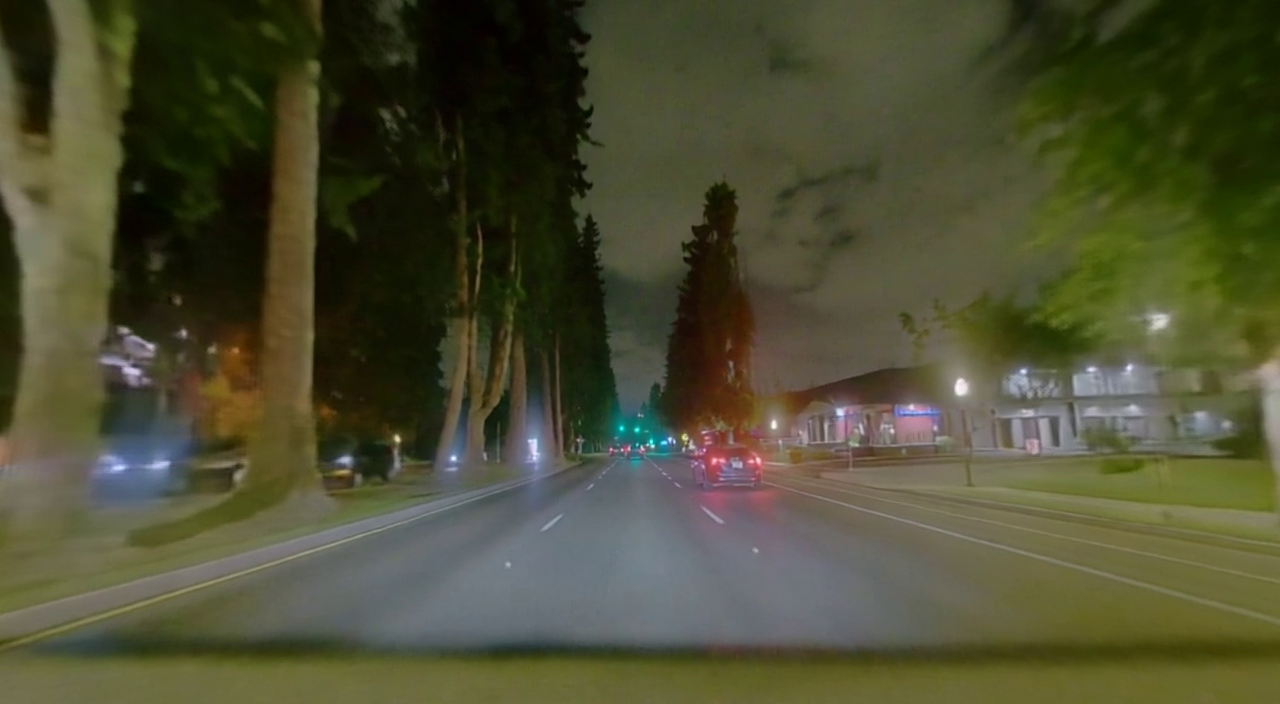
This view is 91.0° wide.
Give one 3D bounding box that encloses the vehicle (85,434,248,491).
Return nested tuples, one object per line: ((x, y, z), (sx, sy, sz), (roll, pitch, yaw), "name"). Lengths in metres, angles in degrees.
((-17.645, 4.151, 23.927), (2.094, 1.894, 5.364), (0, -9, -1), "vehicle")

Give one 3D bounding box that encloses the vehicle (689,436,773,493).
((2.854, 3.650, 20.747), (2.022, 1.656, 4.025), (0, -9, -2), "vehicle")

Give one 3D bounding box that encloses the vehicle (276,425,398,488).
((-11.044, 3.865, 23.466), (2.074, 2.065, 4.946), (0, -9, -1), "vehicle")
